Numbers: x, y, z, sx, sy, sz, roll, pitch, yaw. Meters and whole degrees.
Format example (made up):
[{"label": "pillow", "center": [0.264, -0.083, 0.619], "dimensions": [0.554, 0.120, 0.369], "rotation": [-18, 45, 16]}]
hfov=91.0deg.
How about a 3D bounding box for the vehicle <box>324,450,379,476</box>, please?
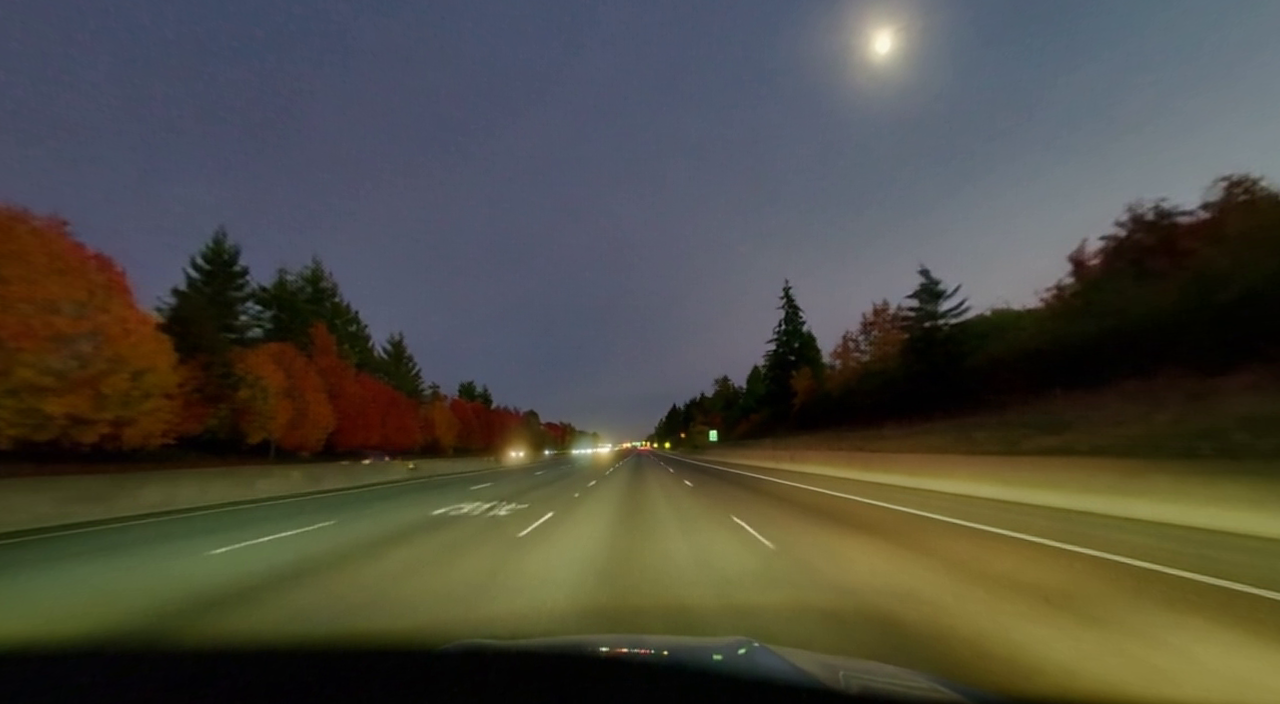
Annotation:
[{"label": "vehicle", "center": [-17.668, 6.774, 38.691], "dimensions": [1.611, 1.456, 3.621], "rotation": [0, -9, 1]}]
